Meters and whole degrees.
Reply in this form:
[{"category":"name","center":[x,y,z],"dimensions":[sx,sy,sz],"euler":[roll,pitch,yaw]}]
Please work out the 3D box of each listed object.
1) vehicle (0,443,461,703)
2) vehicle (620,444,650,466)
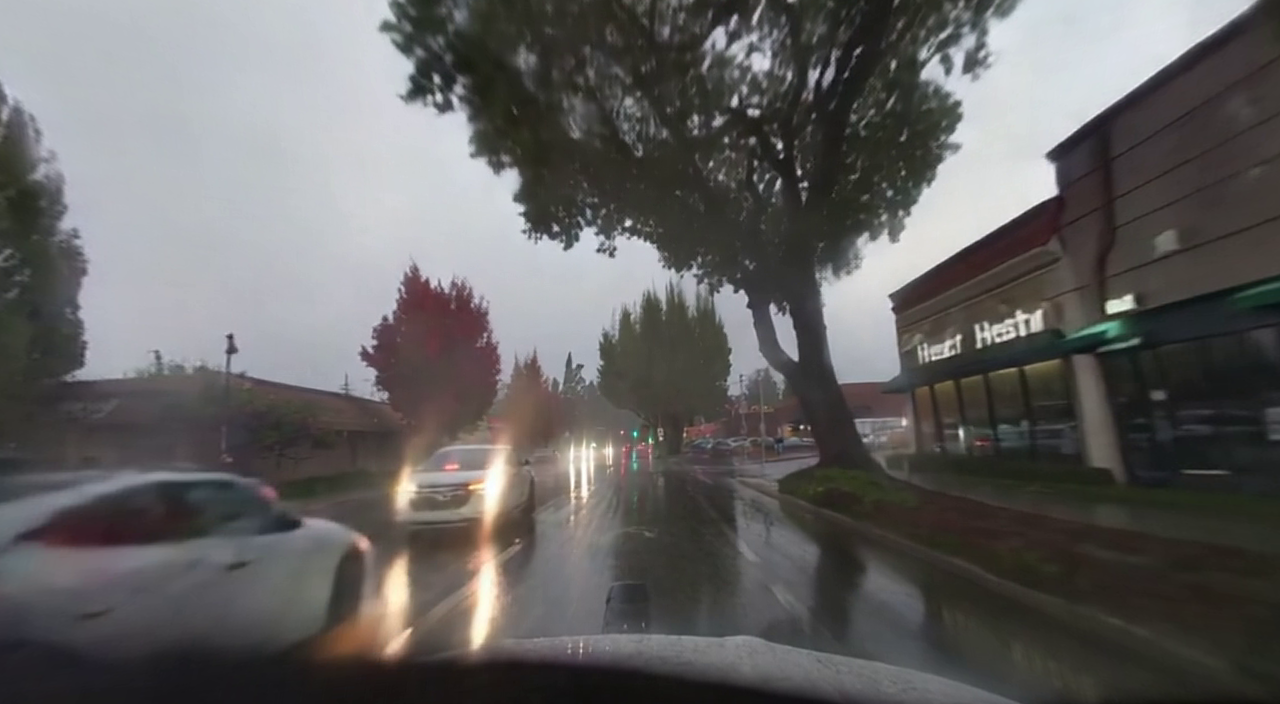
[{"category":"vehicle","center":[-2.788,1.235,3.537],"dimensions":[2.099,1.424,4.609],"euler":[0,-8,1]},{"category":"vehicle","center":[-0.394,7.350,45.262],"dimensions":[2.020,1.478,3.922],"euler":[1,-8,-2]}]
